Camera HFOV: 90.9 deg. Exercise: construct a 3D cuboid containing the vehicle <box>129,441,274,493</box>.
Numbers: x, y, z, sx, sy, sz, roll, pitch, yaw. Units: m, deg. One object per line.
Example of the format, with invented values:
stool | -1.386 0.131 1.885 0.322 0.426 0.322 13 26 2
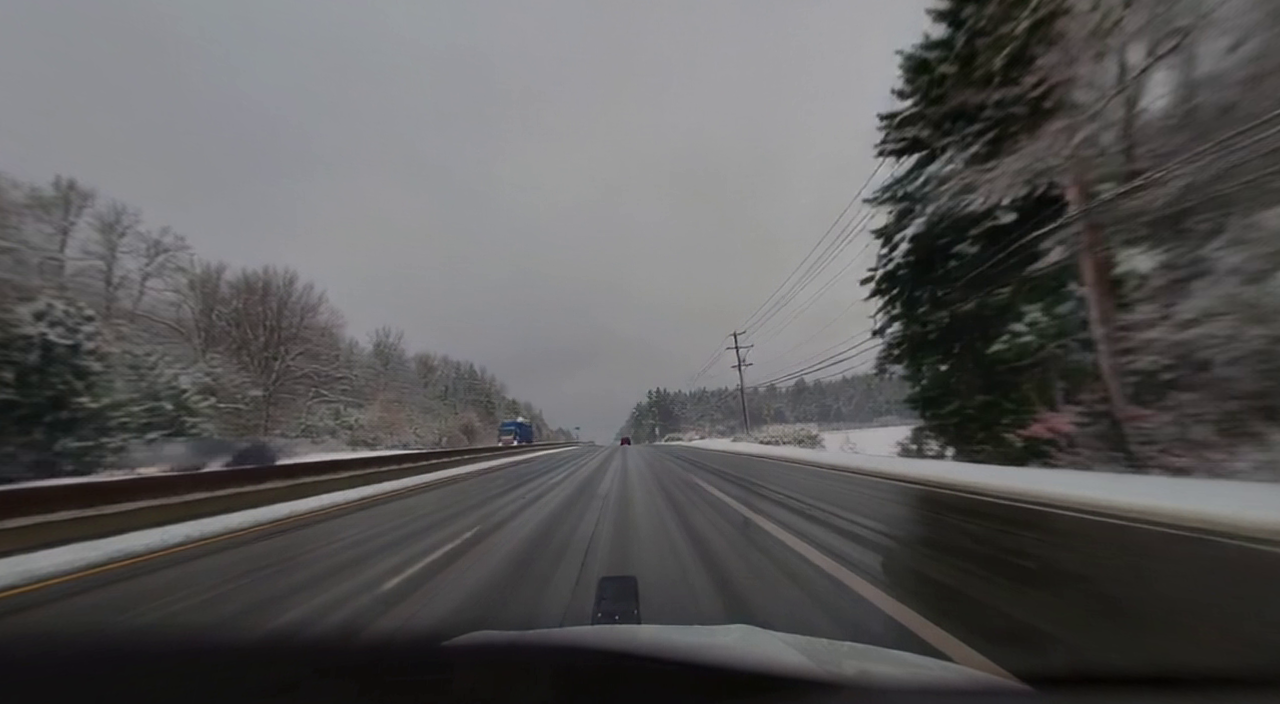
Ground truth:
vehicle | -13.695 3.572 20.002 1.881 1.474 3.819 0 -8 -2
